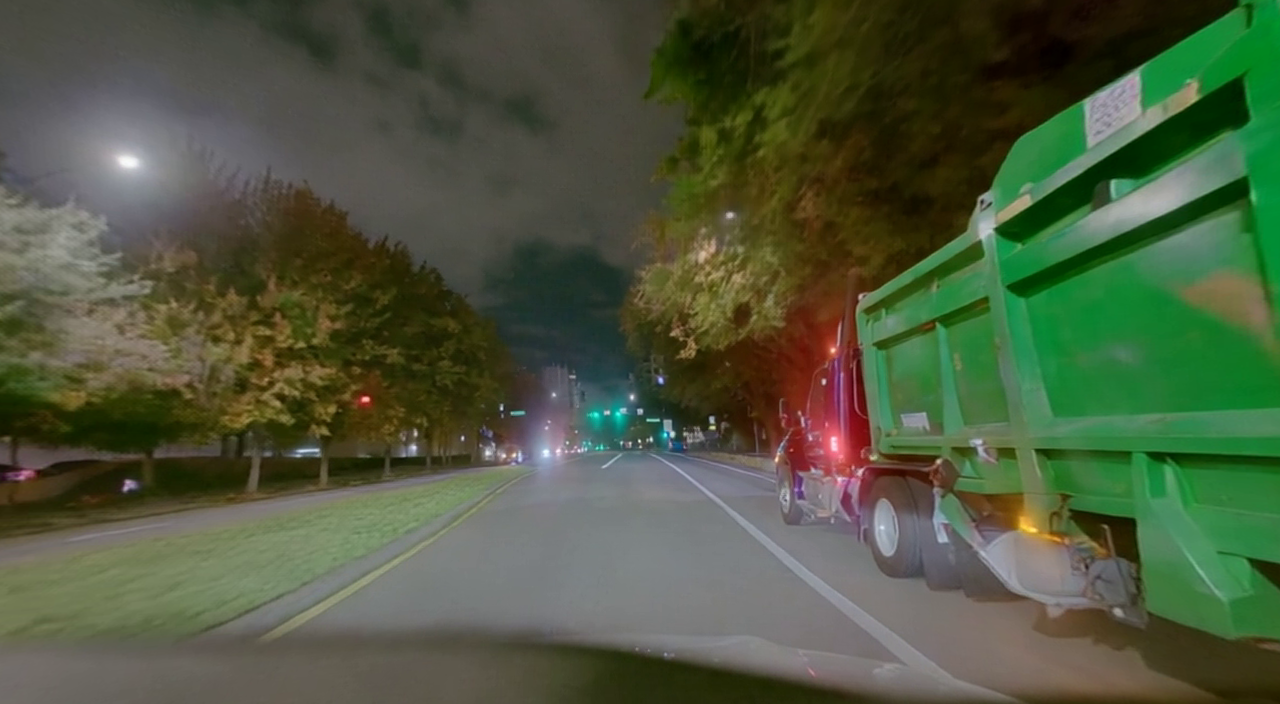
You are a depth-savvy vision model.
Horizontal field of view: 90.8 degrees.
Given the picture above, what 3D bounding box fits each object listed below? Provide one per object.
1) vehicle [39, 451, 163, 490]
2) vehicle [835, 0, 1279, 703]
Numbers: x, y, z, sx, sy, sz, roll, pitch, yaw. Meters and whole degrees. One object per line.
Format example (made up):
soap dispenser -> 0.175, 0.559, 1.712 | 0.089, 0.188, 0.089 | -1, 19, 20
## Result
vehicle -> -28.155, 6.239, 33.257 | 1.978, 1.781, 4.917 | -3, -11, 3
vehicle -> 3.849, -0.028, 2.371 | 2.731, 3.407, 10.262 | 0, -9, -1
